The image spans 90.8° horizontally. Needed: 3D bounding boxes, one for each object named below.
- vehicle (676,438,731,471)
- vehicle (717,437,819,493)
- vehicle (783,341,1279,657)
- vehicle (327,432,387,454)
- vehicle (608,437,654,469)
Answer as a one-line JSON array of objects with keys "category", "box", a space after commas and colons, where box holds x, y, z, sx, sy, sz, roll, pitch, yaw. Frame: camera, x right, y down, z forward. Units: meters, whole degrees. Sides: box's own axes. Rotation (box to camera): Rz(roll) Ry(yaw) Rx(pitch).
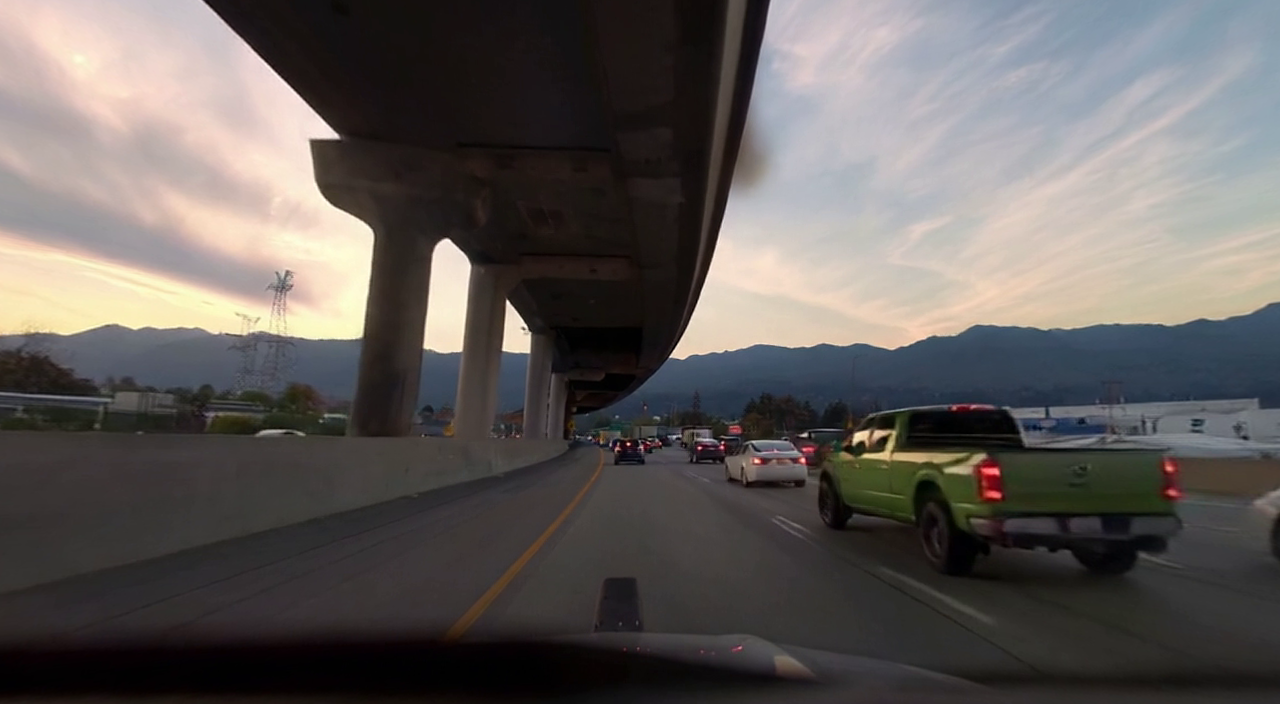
[{"category": "vehicle", "box": [3.168, 5.226, 32.399, 2.057, 1.517, 4.538, 0, -8, -4]}, {"category": "vehicle", "box": [3.697, 3.361, 19.237, 1.923, 1.462, 4.895, 0, -8, -2]}, {"category": "vehicle", "box": [4.007, 1.451, 7.708, 2.747, 2.061, 7.011, 0, -8, -1]}, {"category": "vehicle", "box": [-20.088, 6.480, 45.042, 2.170, 1.464, 4.896, 0, -8, -2]}, {"category": "vehicle", "box": [-0.526, 5.249, 32.899, 2.266, 1.549, 3.978, 0, -8, -2]}]
